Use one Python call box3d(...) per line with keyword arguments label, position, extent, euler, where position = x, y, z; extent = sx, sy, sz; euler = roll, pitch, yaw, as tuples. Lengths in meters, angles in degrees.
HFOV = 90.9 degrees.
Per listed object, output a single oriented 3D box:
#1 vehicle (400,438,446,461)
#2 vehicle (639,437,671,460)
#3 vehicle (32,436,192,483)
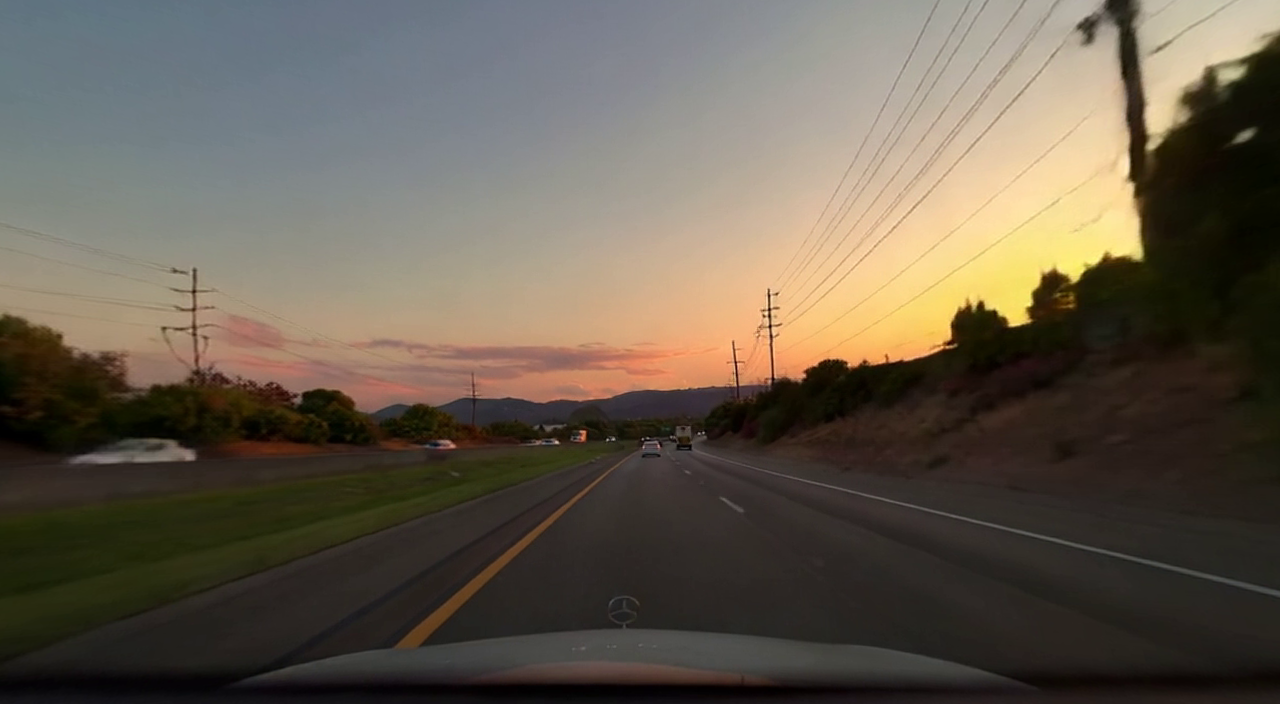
box3d(label="vehicle", position=(-16.033, 7.211, 46.764), extent=(1.846, 1.545, 3.972), euler=(-1, -8, 2))
box3d(label="vehicle", position=(1.075, 6.927, 45.262), extent=(2.192, 1.556, 4.132), euler=(-1, -8, 2))
box3d(label="vehicle", position=(-20.467, 4.163, 24.830), extent=(2.087, 1.611, 4.808), euler=(-1, -8, 1))
